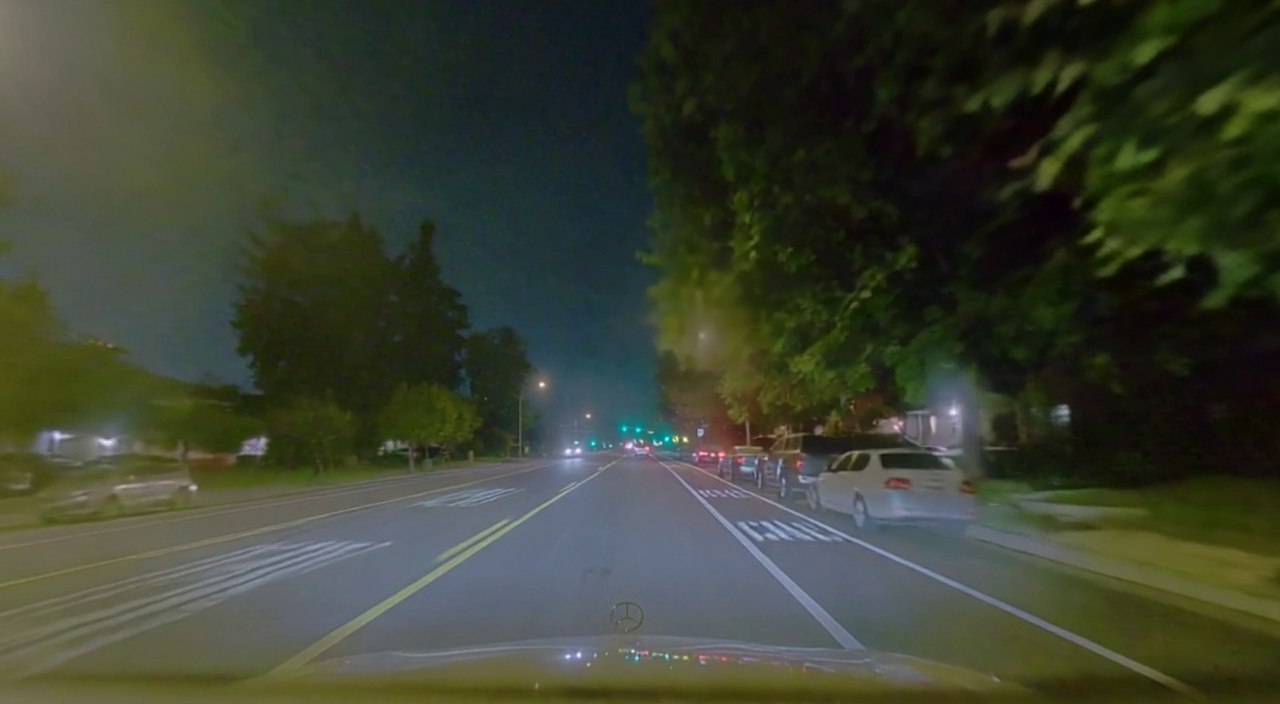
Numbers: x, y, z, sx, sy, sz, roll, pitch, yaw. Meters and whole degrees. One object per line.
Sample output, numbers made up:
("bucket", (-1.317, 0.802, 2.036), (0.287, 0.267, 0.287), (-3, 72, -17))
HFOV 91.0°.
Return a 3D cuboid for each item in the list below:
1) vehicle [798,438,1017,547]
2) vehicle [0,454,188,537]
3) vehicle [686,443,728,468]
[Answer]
("vehicle", (4.311, 2.299, 11.053), (1.918, 1.510, 4.323), (0, -8, 0))
("vehicle", (-12.989, 3.299, 14.942), (1.879, 1.491, 3.678), (-3, -7, -2))
("vehicle", (4.394, 6.899, 42.356), (2.154, 1.550, 5.785), (0, -8, 0))
